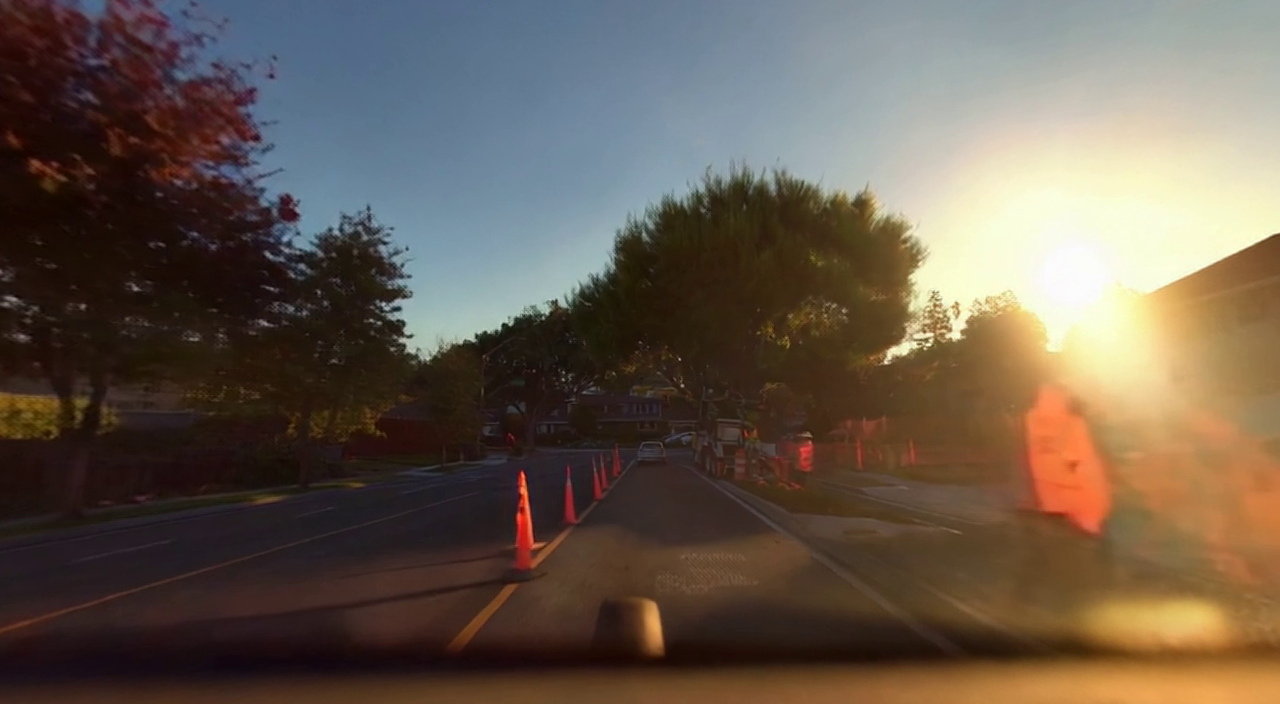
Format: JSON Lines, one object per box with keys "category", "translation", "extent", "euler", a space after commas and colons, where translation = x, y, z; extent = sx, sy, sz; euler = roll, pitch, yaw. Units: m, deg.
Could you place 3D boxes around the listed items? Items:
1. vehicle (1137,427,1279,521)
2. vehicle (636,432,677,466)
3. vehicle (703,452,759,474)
{"category": "vehicle", "translation": [11.653, 2.073, 10.846], "extent": [4.463, 1.466, 1.813], "euler": [0, -9, 5]}
{"category": "vehicle", "translation": [0.870, 5.374, 34.940], "extent": [2.151, 1.708, 4.084], "euler": [0, -9, 0]}
{"category": "vehicle", "translation": [4.063, 5.009, 28.483], "extent": [2.123, 0.883, 3.024], "euler": [0, -8, 1]}
